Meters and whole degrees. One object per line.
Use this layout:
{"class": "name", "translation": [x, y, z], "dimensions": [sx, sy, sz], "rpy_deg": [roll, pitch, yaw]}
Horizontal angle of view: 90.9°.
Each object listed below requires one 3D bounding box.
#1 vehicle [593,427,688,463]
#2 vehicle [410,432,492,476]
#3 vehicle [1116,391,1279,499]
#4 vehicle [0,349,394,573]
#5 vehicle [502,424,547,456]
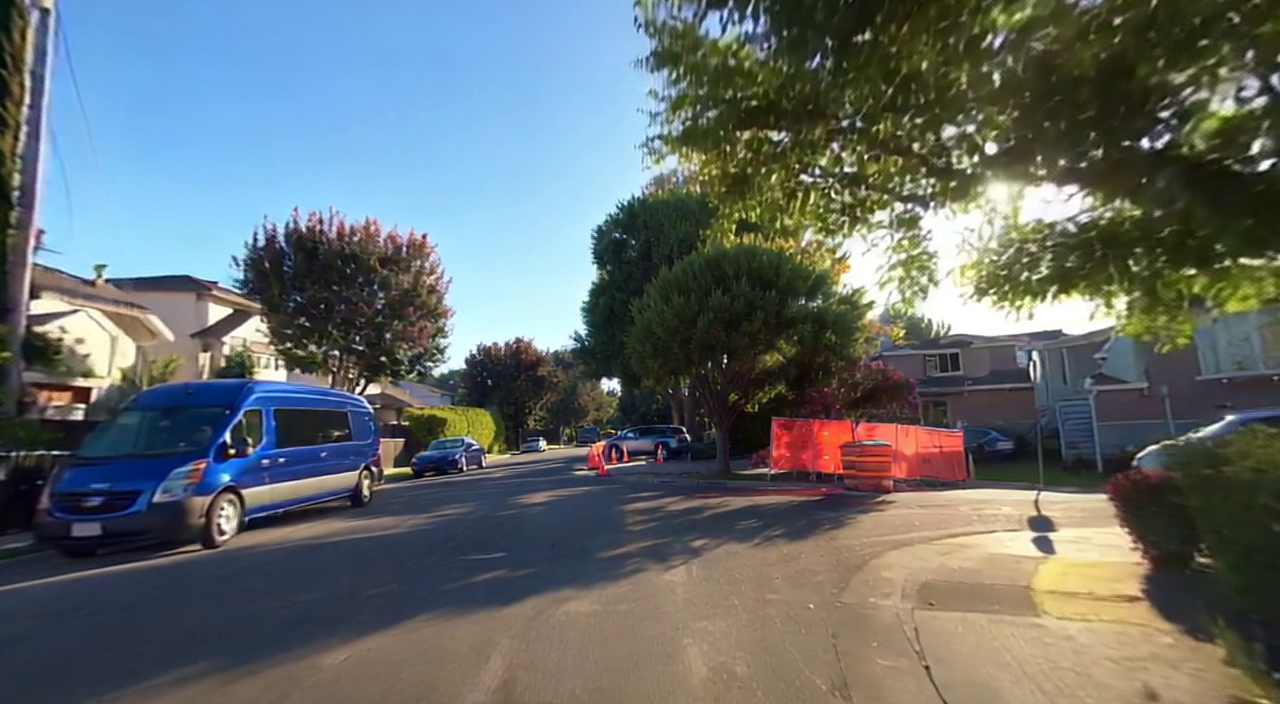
{"class": "vehicle", "translation": [0.084, 4.102, 27.961], "dimensions": [4.070, 1.436, 1.827], "rpy_deg": [7, -10, -42]}
{"class": "vehicle", "translation": [-7.065, 3.816, 23.940], "dimensions": [1.899, 1.524, 4.082], "rpy_deg": [0, -8, -1]}
{"class": "vehicle", "translation": [12.186, 1.752, 11.996], "dimensions": [4.624, 1.924, 2.005], "rpy_deg": [-5, -9, 29]}
{"class": "vehicle", "translation": [-6.623, 1.625, 10.894], "dimensions": [2.284, 2.500, 7.006], "rpy_deg": [-2, -6, -3]}
{"class": "vehicle", "translation": [-7.430, 5.696, 41.024], "dimensions": [2.042, 1.937, 4.960], "rpy_deg": [0, -8, -1]}
